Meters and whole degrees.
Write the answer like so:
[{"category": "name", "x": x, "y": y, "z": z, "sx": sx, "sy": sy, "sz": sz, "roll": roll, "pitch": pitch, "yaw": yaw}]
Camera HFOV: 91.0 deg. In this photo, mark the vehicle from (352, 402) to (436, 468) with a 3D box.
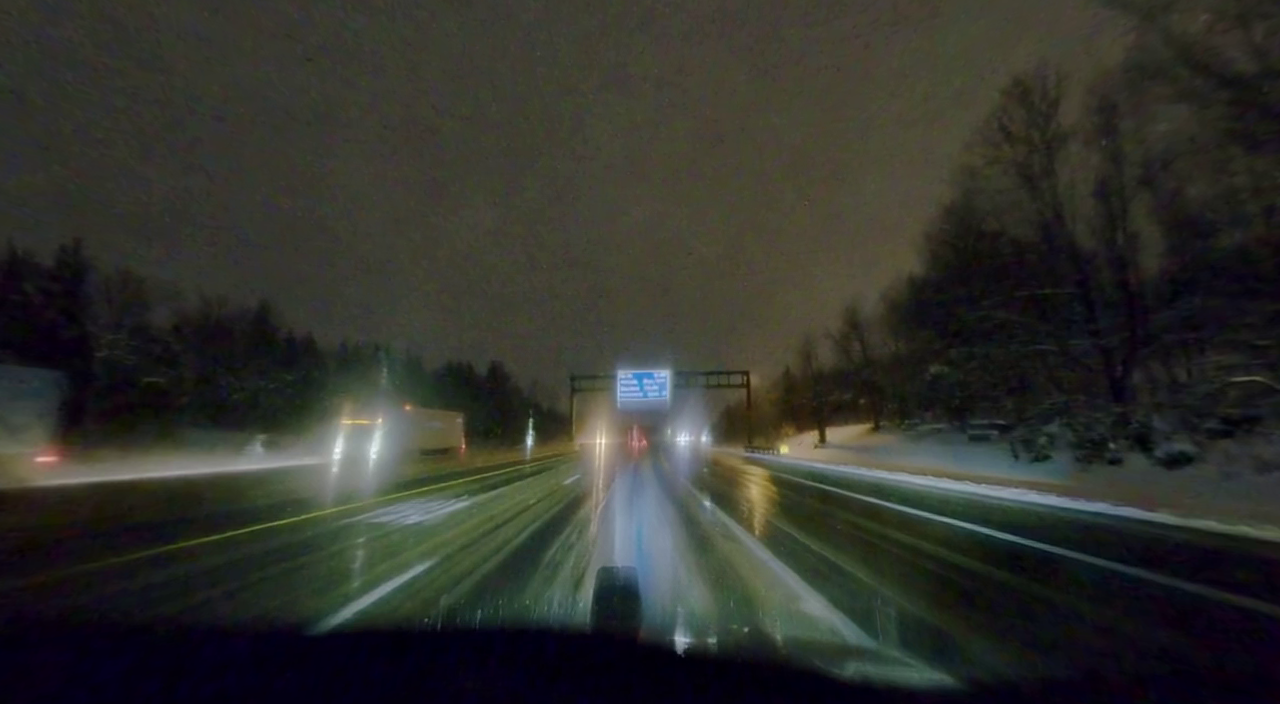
[{"category": "vehicle", "x": -15.962, "y": 5.480, "z": 41.333, "sx": 2.950, "sy": 4.004, "sz": 5.950, "roll": 0, "pitch": -8, "yaw": 0}]
